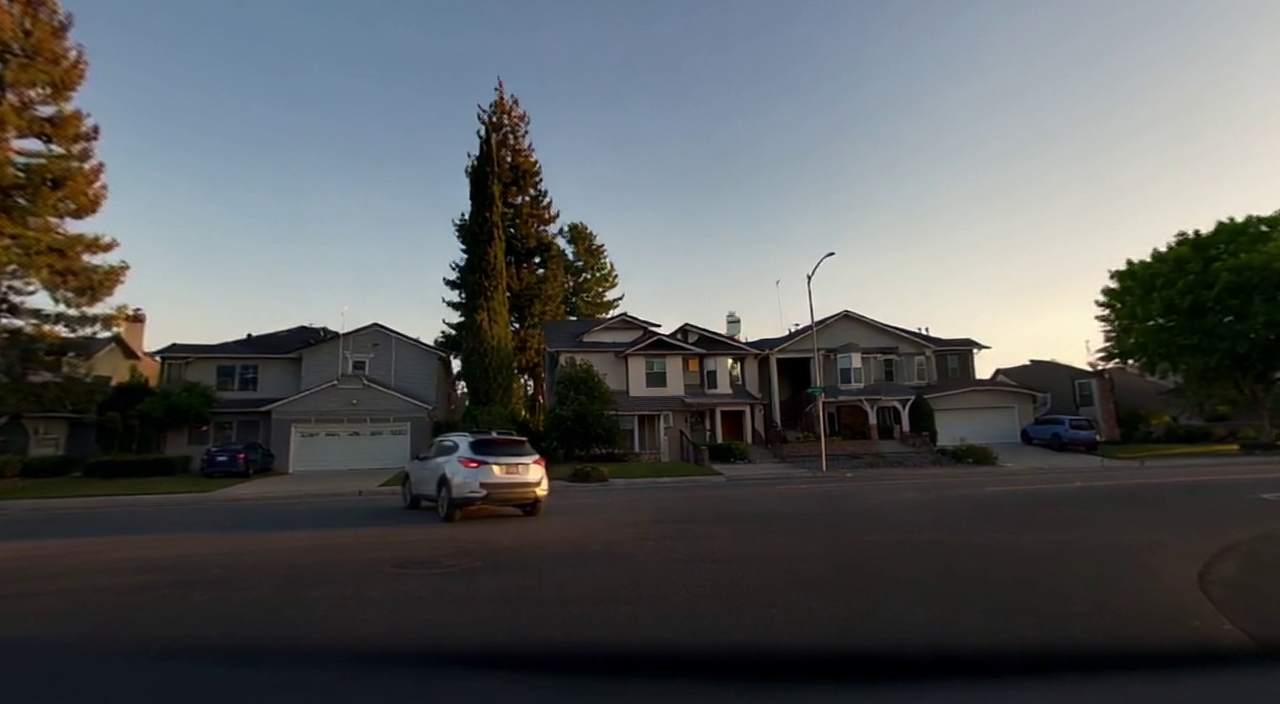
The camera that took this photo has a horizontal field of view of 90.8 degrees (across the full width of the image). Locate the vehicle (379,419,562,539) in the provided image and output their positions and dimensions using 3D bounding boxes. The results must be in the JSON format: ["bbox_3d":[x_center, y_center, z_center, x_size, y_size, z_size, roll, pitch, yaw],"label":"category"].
[{"bbox_3d":[-3.237,2.170,11.412,2.145,1.695,4.210,5,-10,-29],"label":"vehicle"}]
